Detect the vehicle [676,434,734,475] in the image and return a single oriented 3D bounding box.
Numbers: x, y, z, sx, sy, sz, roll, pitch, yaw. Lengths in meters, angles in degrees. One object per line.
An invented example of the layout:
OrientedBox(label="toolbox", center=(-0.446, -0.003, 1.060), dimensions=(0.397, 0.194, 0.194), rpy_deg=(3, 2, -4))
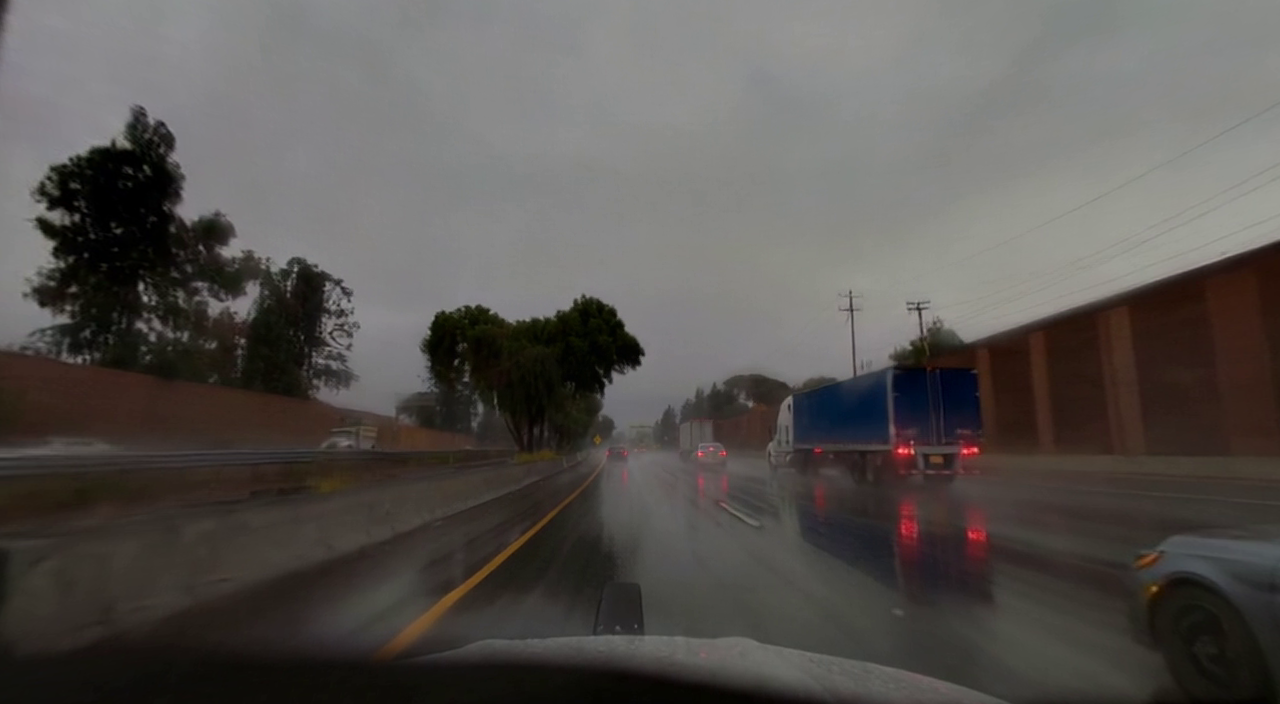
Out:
OrientedBox(label="vehicle", center=(3.052, 4.972, 30.859), dimensions=(2.114, 1.849, 4.692), rpy_deg=(0, -9, -3))

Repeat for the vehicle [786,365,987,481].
OrientedBox(label="vehicle", center=(10.633, 3.686, 30.451), dimensions=(2.914, 4.134, 15.553), rpy_deg=(0, -9, -2))

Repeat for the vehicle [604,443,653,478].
OrientedBox(label="vehicle", center=(-0.561, 4.928, 29.015), dimensions=(2.083, 1.477, 3.965), rpy_deg=(0, -9, -2))

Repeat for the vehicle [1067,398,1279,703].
OrientedBox(label="vehicle", center=(3.521, 0.784, 1.600), dimensions=(1.922, 1.465, 4.165), rpy_deg=(0, -9, 0))
